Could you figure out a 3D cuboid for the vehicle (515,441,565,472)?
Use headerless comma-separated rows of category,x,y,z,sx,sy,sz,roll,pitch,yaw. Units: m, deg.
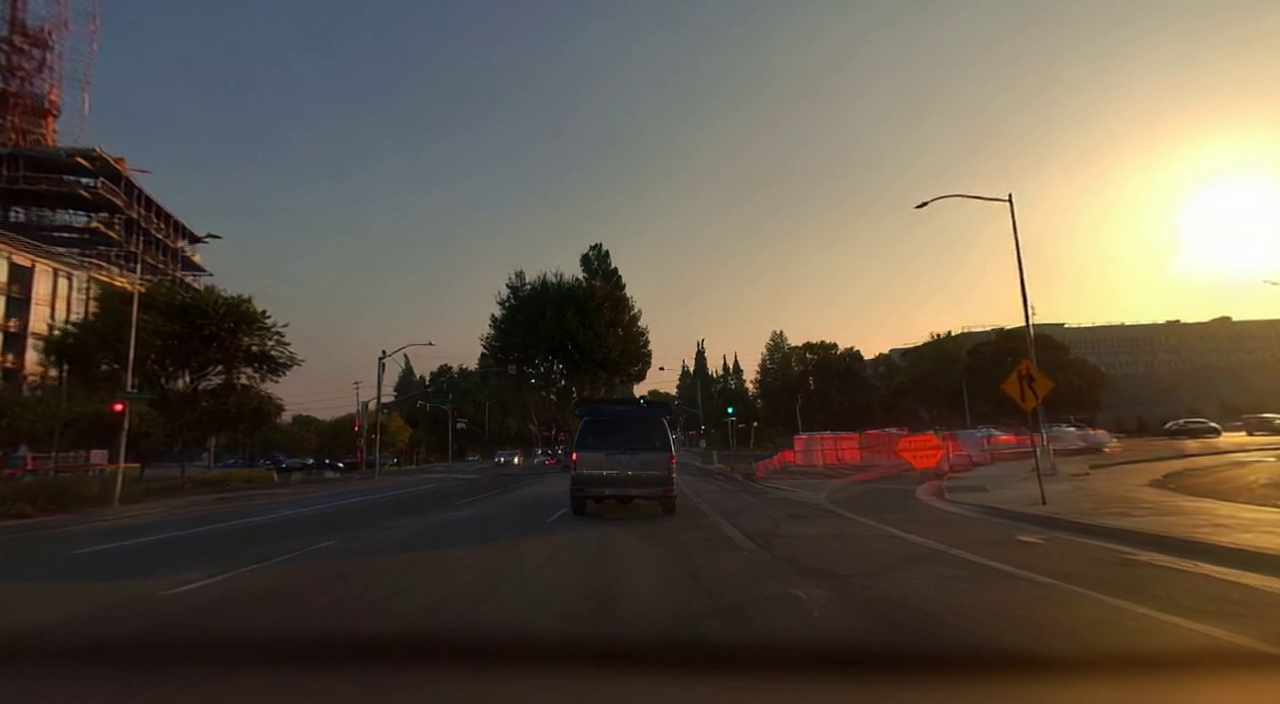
vehicle,-6.027,6.367,38.476,2.068,1.750,4.361,-1,-8,3

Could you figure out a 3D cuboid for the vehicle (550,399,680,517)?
vehicle,-0.443,2.358,14.422,2.350,2.122,5.801,0,-8,0

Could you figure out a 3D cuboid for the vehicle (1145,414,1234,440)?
vehicle,39.225,5.349,45.104,4.556,1.639,2.002,-2,-8,34

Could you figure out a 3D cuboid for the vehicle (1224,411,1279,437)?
vehicle,45.389,5.162,45.300,4.522,1.786,2.023,-6,-10,35

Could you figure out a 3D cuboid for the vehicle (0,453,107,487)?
vehicle,-36.279,7.122,38.064,5.755,1.945,2.403,0,-8,-2
